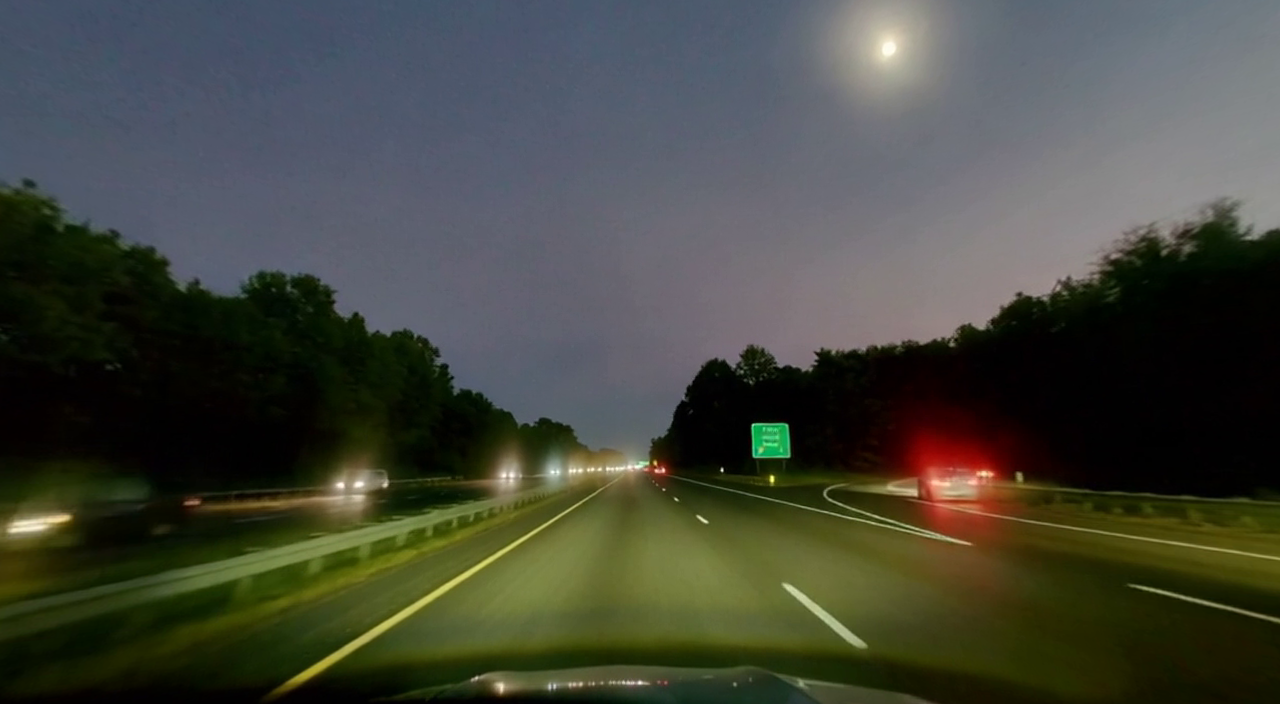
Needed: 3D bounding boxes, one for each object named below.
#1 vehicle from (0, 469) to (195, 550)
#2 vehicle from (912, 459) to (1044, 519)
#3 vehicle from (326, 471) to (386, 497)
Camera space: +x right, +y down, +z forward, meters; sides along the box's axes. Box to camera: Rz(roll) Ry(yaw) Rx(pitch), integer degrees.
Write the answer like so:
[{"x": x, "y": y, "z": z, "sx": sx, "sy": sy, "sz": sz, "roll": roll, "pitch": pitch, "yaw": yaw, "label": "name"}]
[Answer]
[{"x": -12.832, "y": 3.450, "z": 14.397, "sx": 1.956, "sy": 1.478, "sz": 4.565, "roll": 1, "pitch": -10, "yaw": 0, "label": "vehicle"}, {"x": 10.054, "y": 4.102, "z": 19.218, "sx": 1.951, "sy": 1.566, "sz": 4.616, "roll": -1, "pitch": -11, "yaw": 7, "label": "vehicle"}, {"x": -17.290, "y": 8.046, "z": 38.571, "sx": 1.788, "sy": 1.493, "sz": 3.815, "roll": 0, "pitch": -10, "yaw": 1, "label": "vehicle"}]
